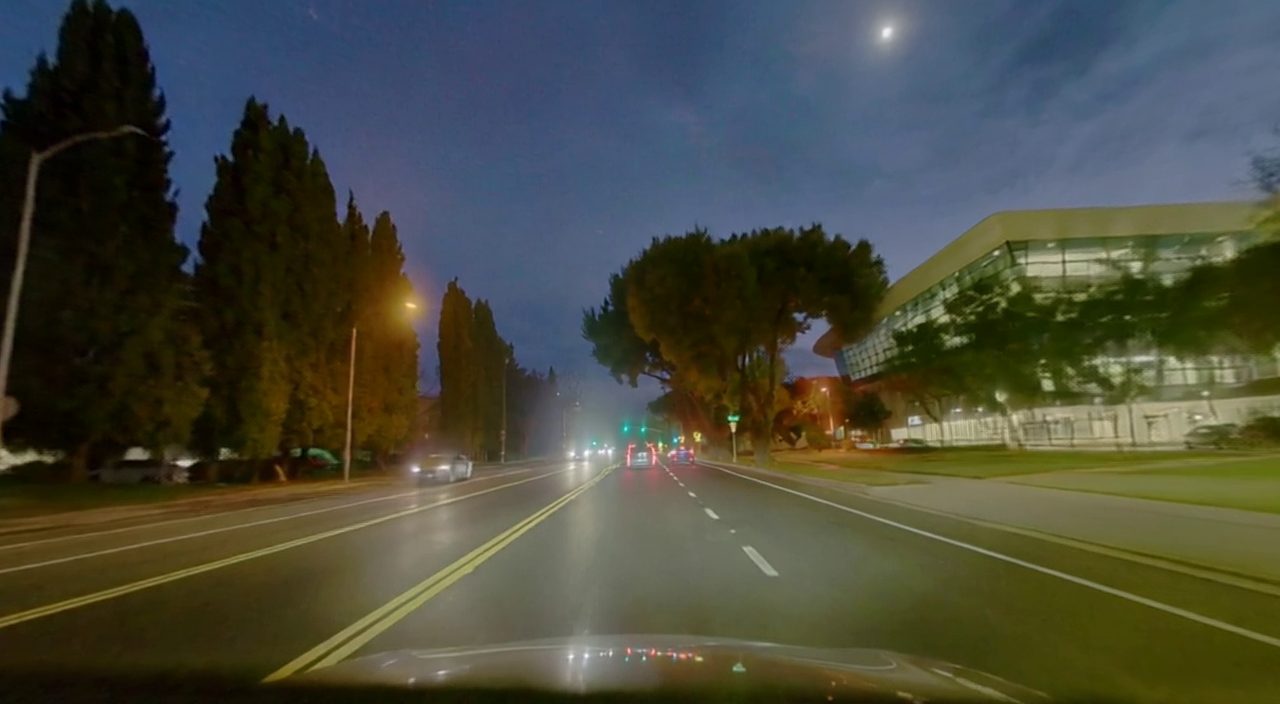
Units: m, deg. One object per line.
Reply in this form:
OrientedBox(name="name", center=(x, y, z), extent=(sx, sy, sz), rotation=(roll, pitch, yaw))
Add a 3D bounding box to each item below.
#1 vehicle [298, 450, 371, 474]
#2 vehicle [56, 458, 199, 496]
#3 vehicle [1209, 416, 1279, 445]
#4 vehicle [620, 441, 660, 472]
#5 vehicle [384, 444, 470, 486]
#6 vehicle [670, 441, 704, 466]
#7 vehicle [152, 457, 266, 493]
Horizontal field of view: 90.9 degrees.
OrientedBox(name="vehicle", center=(-22.351, 8.062, 46.236), extent=(4.330, 1.656, 2.001), rotation=(-1, -8, 3))
OrientedBox(name="vehicle", center=(-21.944, 5.352, 27.169), extent=(4.243, 1.478, 2.035), rotation=(1, -8, -6))
OrientedBox(name="vehicle", center=(36.921, 4.696, 37.634), extent=(3.877, 1.652, 1.989), rotation=(0, -8, 1))
OrientedBox(name="vehicle", center=(0.036, 5.791, 35.084), extent=(2.109, 1.612, 3.963), rotation=(0, -8, 1))
OrientedBox(name="vehicle", center=(-9.706, 5.165, 29.270), extent=(2.064, 1.722, 5.226), rotation=(0, -8, 1))
OrientedBox(name="vehicle", center=(3.394, 7.442, 46.364), extent=(2.189, 1.766, 4.495), rotation=(0, -8, 0))
OrientedBox(name="vehicle", center=(-21.756, 6.190, 31.952), extent=(4.351, 1.432, 2.037), rotation=(-3, -8, 1))
